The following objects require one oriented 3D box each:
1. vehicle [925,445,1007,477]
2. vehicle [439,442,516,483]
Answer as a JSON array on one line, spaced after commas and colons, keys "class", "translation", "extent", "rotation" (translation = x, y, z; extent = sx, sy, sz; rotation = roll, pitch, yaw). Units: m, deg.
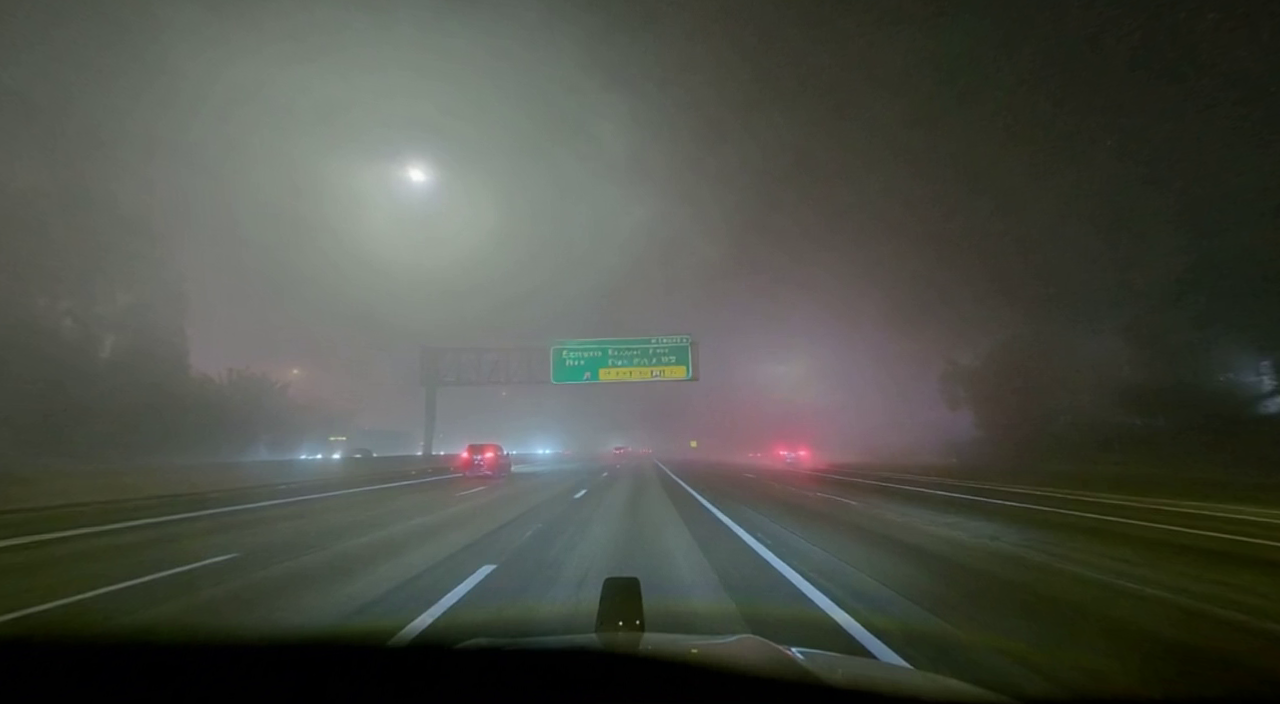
[{"class": "vehicle", "translation": [17.692, 5.918, 34.468], "extent": [2.012, 1.601, 4.565], "rotation": [0, -9, 0]}, {"class": "vehicle", "translation": [-6.505, 4.455, 25.688], "extent": [1.985, 1.513, 4.172], "rotation": [0, -9, 1]}]
